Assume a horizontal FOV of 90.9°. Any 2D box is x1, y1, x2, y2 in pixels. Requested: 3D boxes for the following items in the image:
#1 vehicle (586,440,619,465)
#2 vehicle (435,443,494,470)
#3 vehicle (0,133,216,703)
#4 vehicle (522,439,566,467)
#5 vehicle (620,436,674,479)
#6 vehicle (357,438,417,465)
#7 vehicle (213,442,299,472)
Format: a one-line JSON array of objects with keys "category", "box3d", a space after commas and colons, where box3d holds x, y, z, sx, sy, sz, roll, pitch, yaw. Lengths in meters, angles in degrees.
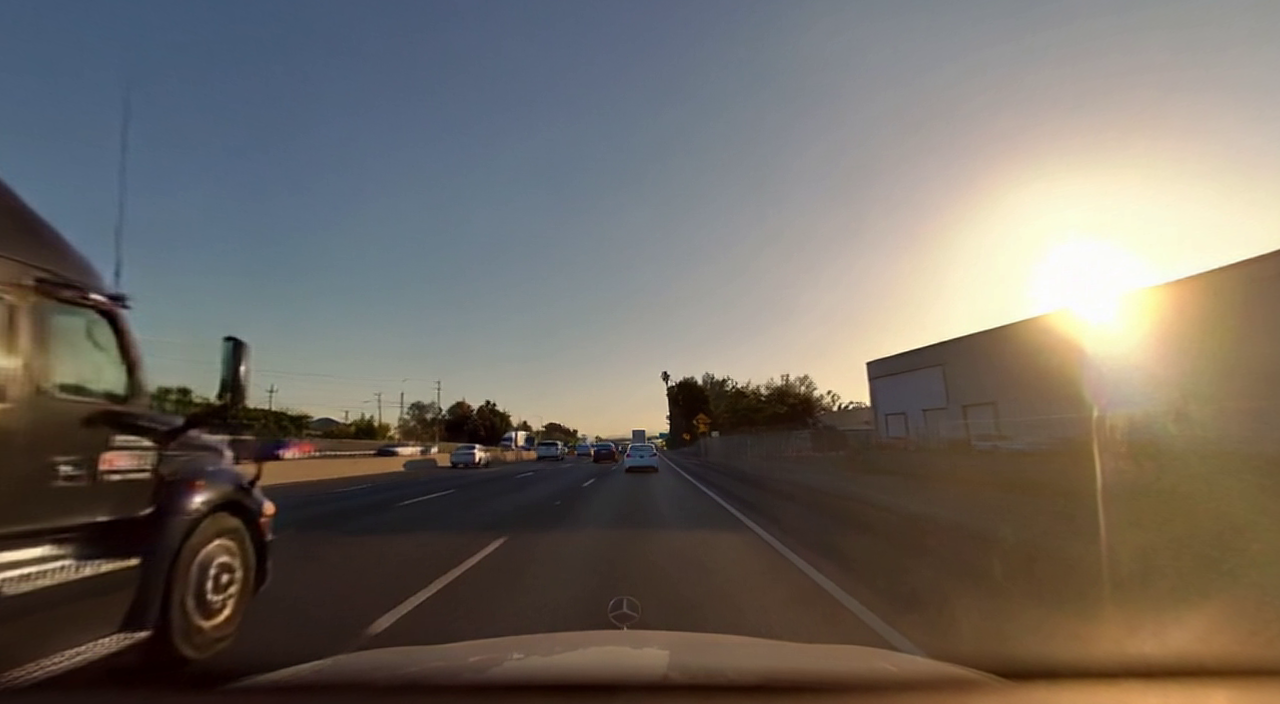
[{"category": "vehicle", "box3d": [-2.850, 7.802, 49.367, 2.108, 1.832, 4.549, -1, -8, 3]}, {"category": "vehicle", "box3d": [-10.345, 6.167, 37.523, 1.910, 1.501, 5.004, -1, -8, 2]}, {"category": "vehicle", "box3d": [-3.541, 0.181, 0.221, 2.693, 2.348, 5.694, 0, -8, 1]}, {"category": "vehicle", "box3d": [-6.367, 6.749, 42.424, 2.105, 1.790, 4.689, -1, -8, 2]}, {"category": "vehicle", "box3d": [0.307, 4.491, 27.224, 2.136, 1.678, 4.052, 0, -8, 1]}, {"category": "vehicle", "box3d": [-19.836, 7.808, 49.737, 2.310, 1.958, 5.297, -1, -8, 2]}, {"category": "vehicle", "box3d": [-23.905, 6.525, 39.546, 2.266, 1.757, 4.822, 0, -8, 1]}]
